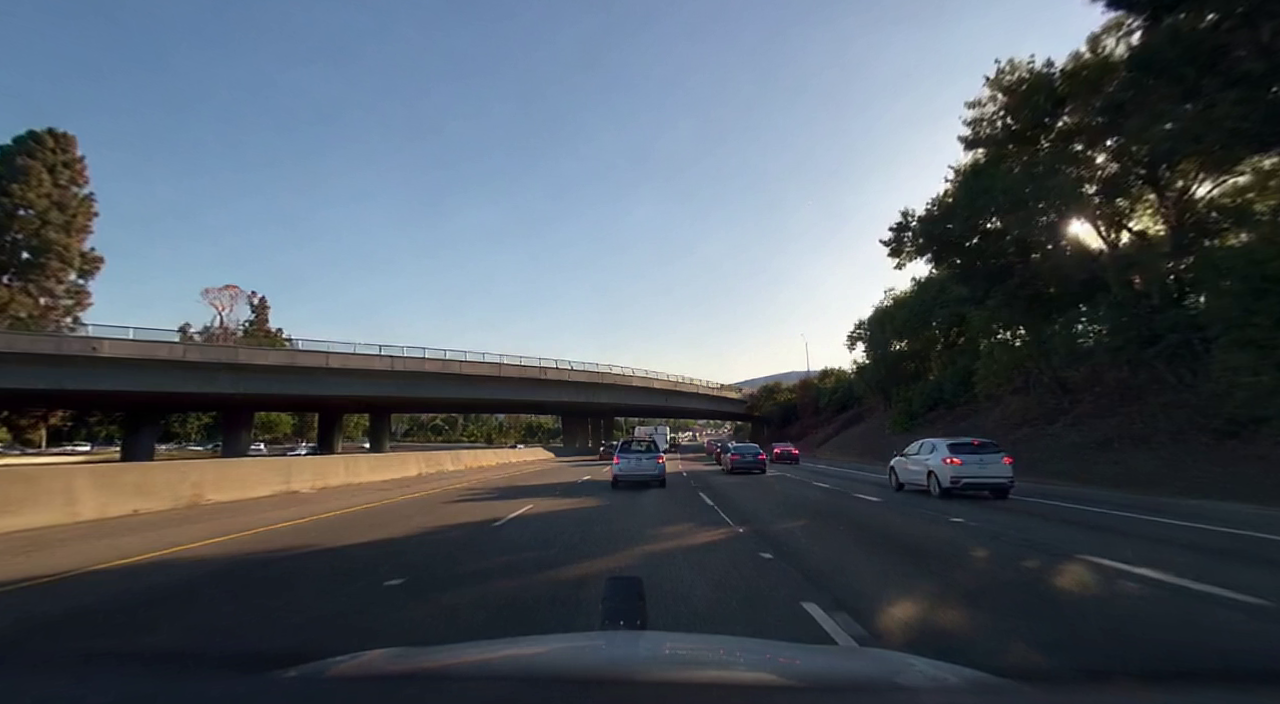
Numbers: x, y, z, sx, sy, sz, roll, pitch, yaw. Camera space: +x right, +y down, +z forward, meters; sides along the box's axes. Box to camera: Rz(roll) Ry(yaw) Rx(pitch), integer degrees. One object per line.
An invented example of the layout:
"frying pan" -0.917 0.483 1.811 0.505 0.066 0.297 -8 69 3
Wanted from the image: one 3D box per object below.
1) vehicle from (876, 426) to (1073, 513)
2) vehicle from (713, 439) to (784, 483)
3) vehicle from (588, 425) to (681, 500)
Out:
"vehicle" 7.408 2.650 14.684 2.028 1.657 4.823 0 -9 1
"vehicle" 4.036 4.141 24.203 1.999 1.514 4.338 0 -9 1
"vehicle" -0.077 2.892 16.808 2.181 1.728 3.970 0 -9 1
